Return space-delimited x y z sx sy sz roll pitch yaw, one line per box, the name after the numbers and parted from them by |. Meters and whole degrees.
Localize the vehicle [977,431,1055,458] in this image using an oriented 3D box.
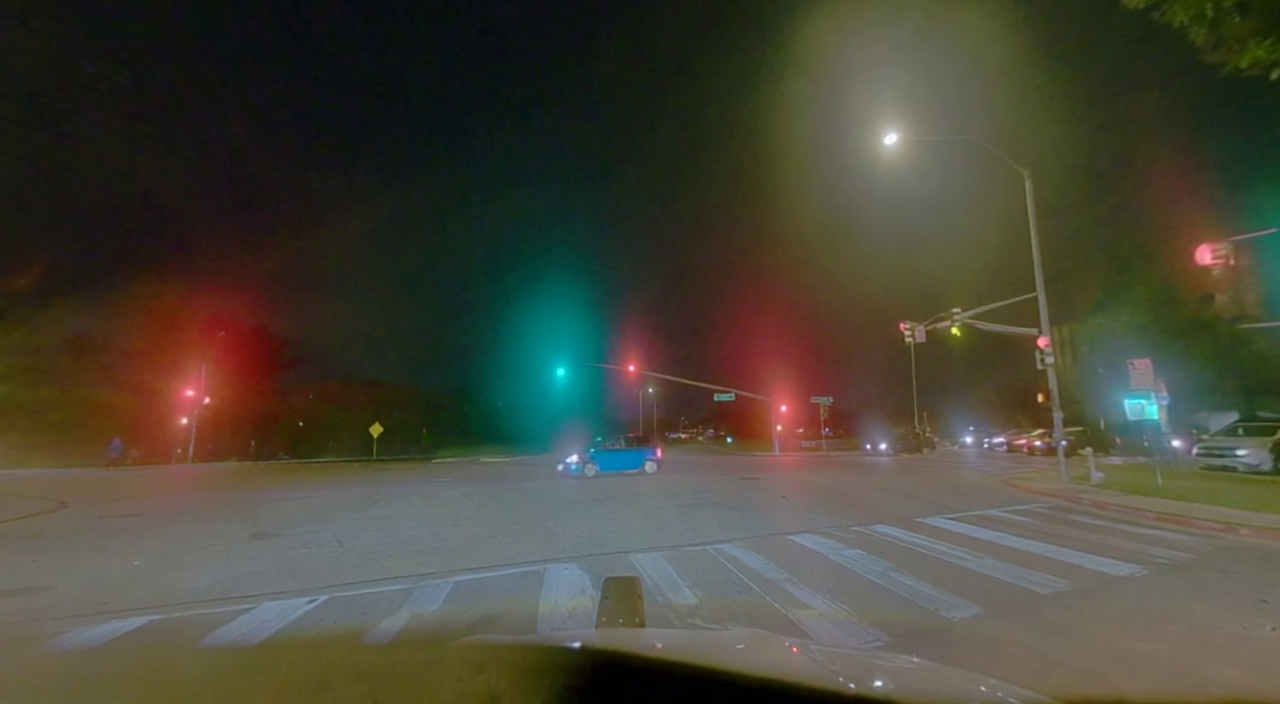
26.949 6.631 45.267 5.032 1.828 2.183 4 -9 -24 | vehicle

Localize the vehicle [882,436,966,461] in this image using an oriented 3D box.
18.717 6.334 41.636 5.234 1.549 1.982 4 -9 -24 | vehicle

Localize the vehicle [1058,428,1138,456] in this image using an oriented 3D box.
36.094 7.089 49.740 6.148 2.119 2.473 4 -10 -28 | vehicle

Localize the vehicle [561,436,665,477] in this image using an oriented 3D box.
-1.002 4.110 25.062 3.896 1.500 1.740 8 -12 -42 | vehicle
